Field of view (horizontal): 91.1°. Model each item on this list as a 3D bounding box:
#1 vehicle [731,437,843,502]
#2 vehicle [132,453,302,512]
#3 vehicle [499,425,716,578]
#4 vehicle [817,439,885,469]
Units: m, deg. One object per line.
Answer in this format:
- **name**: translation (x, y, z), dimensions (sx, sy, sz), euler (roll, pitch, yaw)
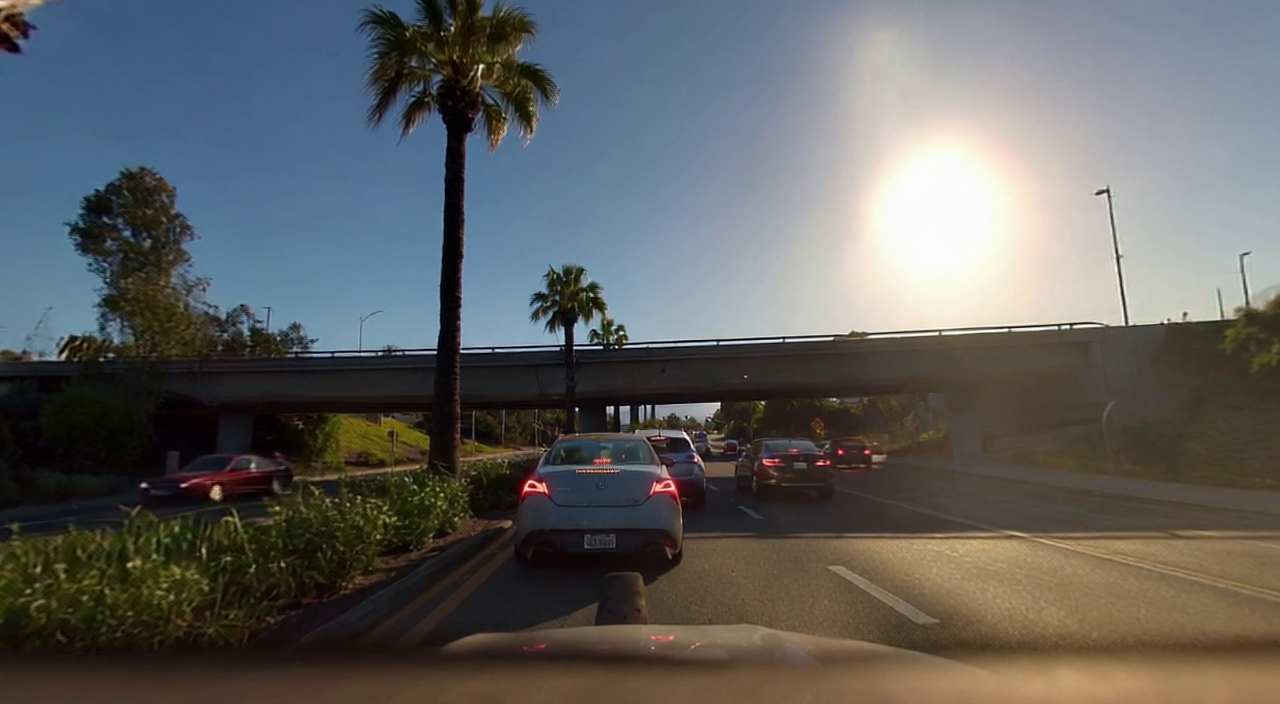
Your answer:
- **vehicle**: translation (3.838, 3.144, 17.328), dimensions (2.034, 1.517, 4.840), euler (0, -9, 2)
- **vehicle**: translation (-12.288, 3.772, 18.679), dimensions (1.933, 1.486, 4.449), euler (0, -9, 0)
- **vehicle**: translation (-0.260, 1.801, 8.357), dimensions (2.172, 1.506, 4.018), euler (0, -9, 2)
- **vehicle**: translation (11.188, 5.450, 33.677), dimensions (2.100, 1.469, 4.772), euler (0, -9, 2)
